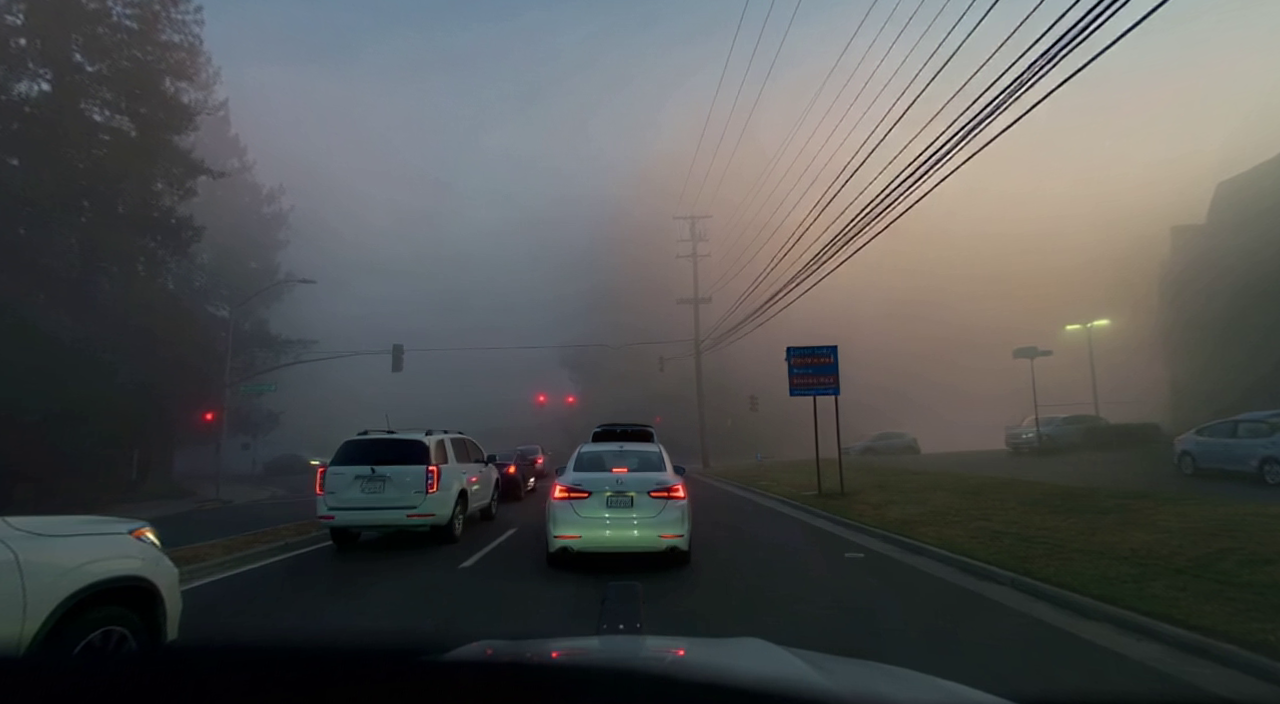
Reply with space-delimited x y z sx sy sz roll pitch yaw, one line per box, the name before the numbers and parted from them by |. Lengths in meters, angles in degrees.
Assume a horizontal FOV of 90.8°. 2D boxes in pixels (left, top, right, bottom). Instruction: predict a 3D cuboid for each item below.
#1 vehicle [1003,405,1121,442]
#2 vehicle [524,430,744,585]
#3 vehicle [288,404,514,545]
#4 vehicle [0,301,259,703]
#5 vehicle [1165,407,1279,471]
vehicle | 26.899 4.631 40.497 5.782 2.286 2.223 -1 -9 4
vehicle | -0.103 1.800 8.150 2.121 1.474 3.968 0 -8 -1
vehicle | -3.841 2.080 11.374 2.147 1.963 4.927 0 -8 0
vehicle | -3.594 0.638 1.532 2.085 1.943 5.053 0 -8 1
vehicle | 17.028 2.534 18.256 1.858 1.622 4.491 -5 -10 28
